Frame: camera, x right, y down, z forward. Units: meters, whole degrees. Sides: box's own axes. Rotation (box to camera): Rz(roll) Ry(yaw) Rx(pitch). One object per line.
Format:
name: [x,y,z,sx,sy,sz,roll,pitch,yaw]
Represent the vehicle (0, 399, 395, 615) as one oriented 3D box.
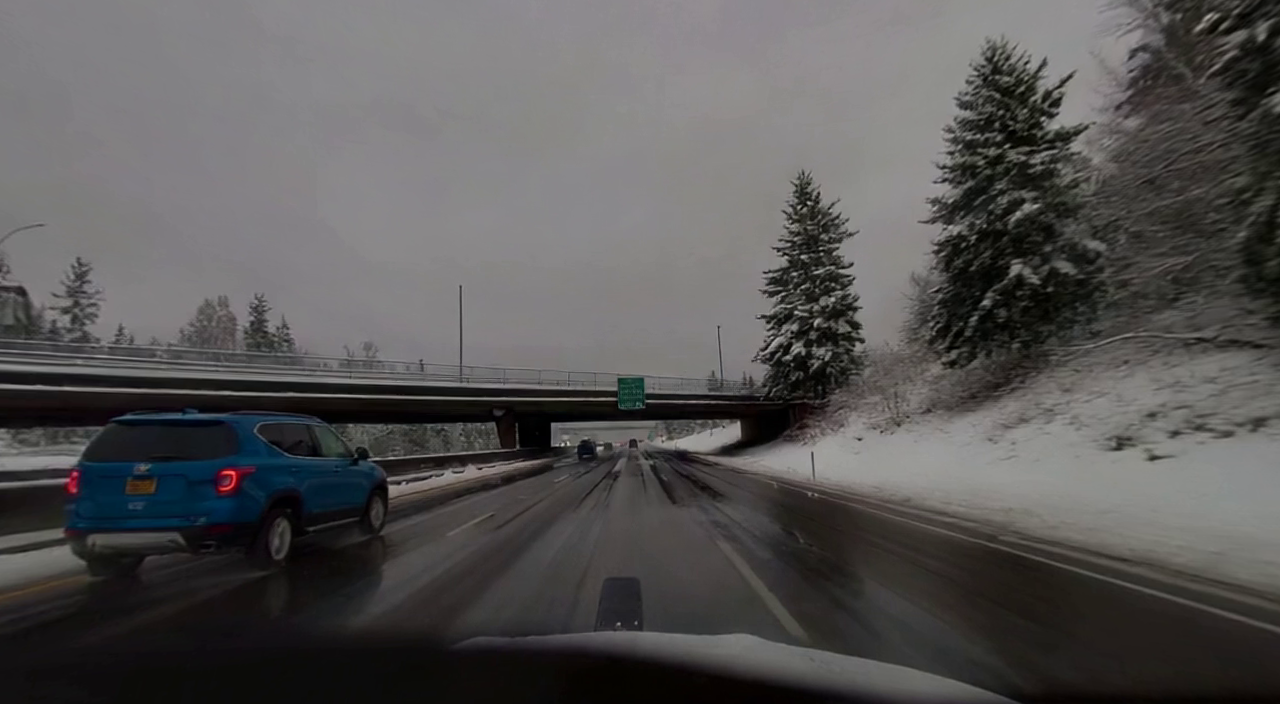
vehicle: [-4.706,1.511,7.112,2.125,1.662,4.336,0,-8,0]
